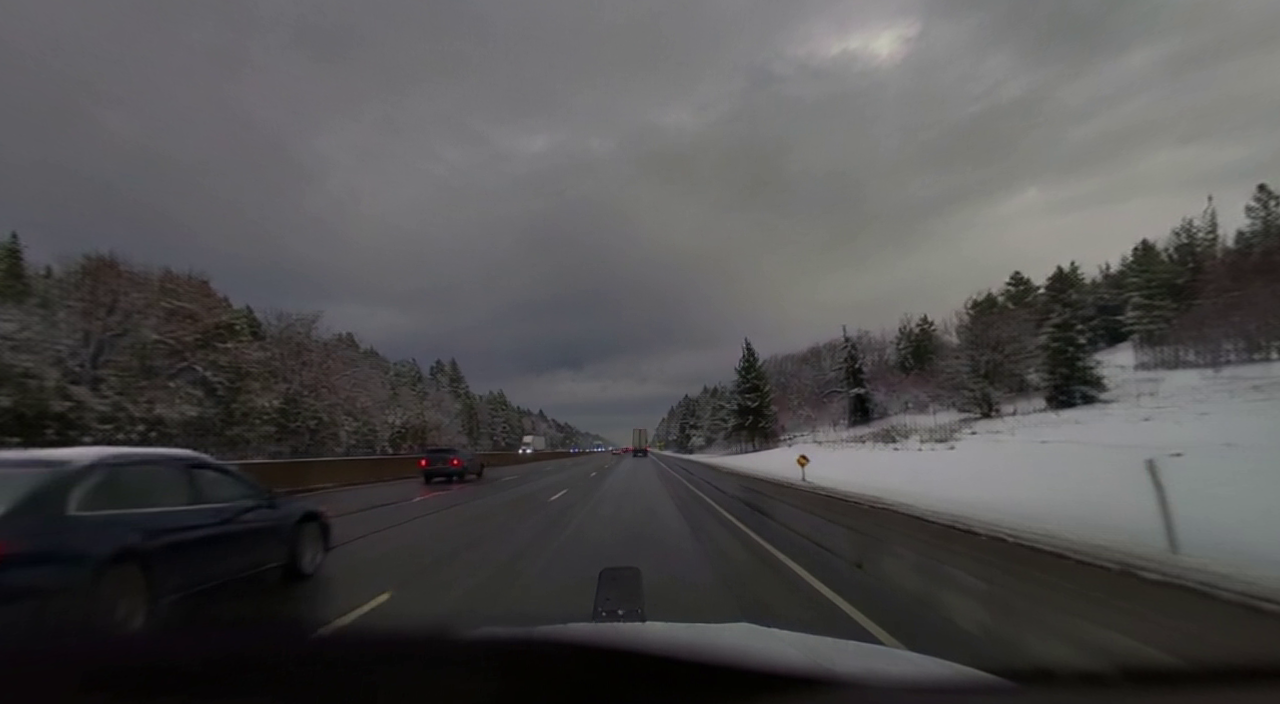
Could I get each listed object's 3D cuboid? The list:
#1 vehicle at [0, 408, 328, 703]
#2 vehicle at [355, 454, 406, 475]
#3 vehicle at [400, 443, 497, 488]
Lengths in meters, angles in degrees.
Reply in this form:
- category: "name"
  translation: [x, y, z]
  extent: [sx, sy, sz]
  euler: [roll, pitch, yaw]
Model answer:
- category: "vehicle"
  translation: [-3.873, 1.190, 3.937]
  extent: [1.893, 1.521, 3.742]
  euler: [0, -9, 0]
- category: "vehicle"
  translation: [-19.245, 8.372, 46.978]
  extent: [1.892, 1.447, 4.377]
  euler: [0, -9, 1]
- category: "vehicle"
  translation: [-7.425, 4.462, 25.083]
  extent: [2.179, 1.577, 5.070]
  euler: [0, -9, 1]
